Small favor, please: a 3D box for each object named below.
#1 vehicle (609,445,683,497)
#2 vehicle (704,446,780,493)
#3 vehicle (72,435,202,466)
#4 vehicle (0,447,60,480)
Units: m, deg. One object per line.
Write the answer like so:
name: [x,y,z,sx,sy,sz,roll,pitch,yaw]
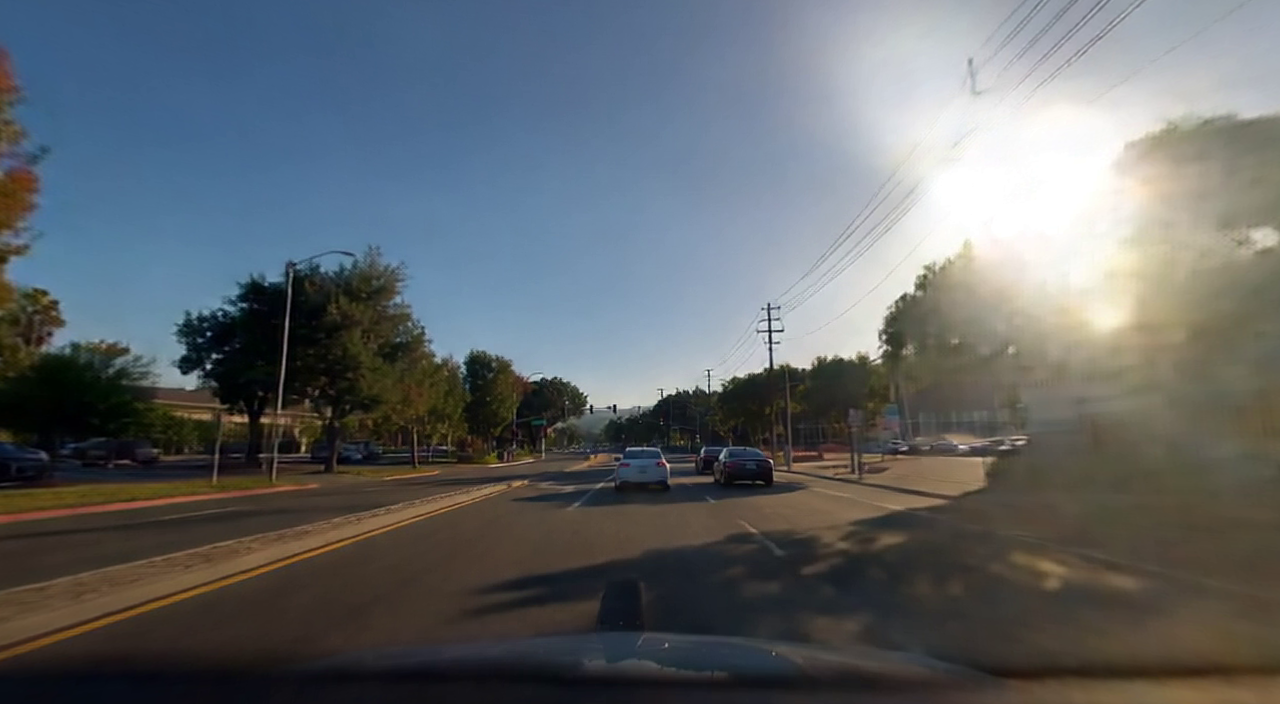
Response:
vehicle: [0.125,3.717,20.157,2.144,1.473,4.028,0,-8,-1]
vehicle: [3.472,4.073,22.228,1.985,1.489,4.036,0,-8,-1]
vehicle: [-34.575,6.784,43.499,6.282,2.011,3.033,0,-8,-3]
vehicle: [-30.225,5.379,30.634,1.939,1.459,3.953,5,-10,-29]
